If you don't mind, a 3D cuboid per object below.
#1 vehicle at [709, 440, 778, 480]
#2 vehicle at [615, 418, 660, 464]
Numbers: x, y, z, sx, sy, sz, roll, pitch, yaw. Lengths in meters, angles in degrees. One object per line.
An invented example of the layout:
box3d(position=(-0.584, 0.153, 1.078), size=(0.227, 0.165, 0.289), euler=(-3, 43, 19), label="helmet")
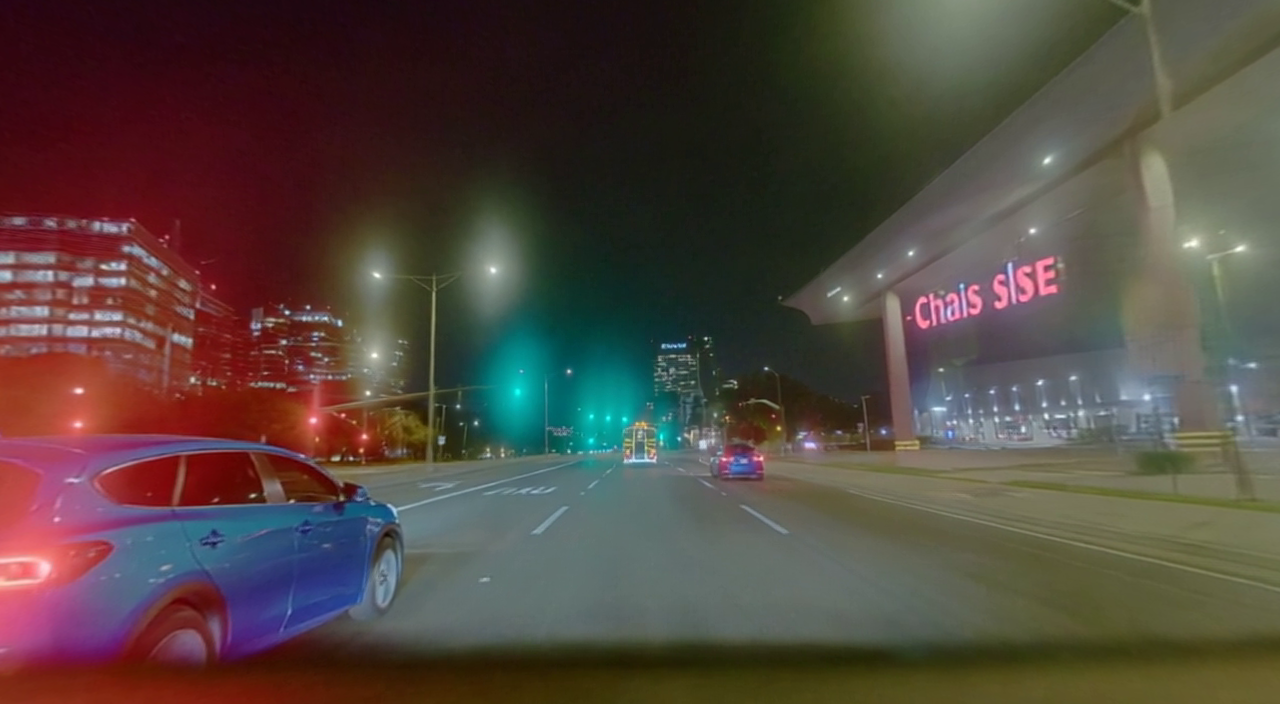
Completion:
box3d(position=(4.122, 4.385, 25.933), size=(2.005, 1.442, 4.675), euler=(0, -8, -1), label="vehicle")
box3d(position=(-0.134, 6.143, 43.401), size=(2.833, 2.879, 6.572), euler=(0, -8, 0), label="vehicle")
